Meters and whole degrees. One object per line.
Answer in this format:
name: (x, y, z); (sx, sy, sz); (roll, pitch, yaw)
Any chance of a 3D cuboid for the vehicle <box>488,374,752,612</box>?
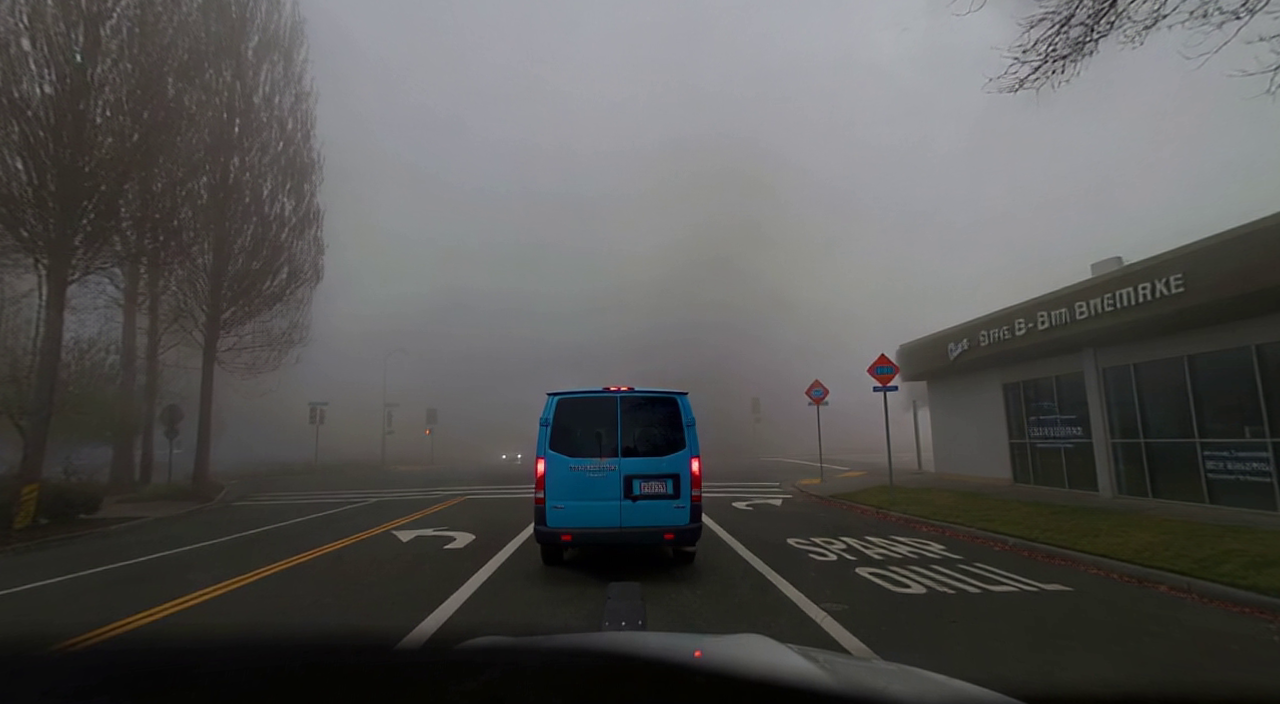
vehicle: (-0.291, 1.463, 7.288); (2.181, 1.949, 3.932); (1, -9, -4)
